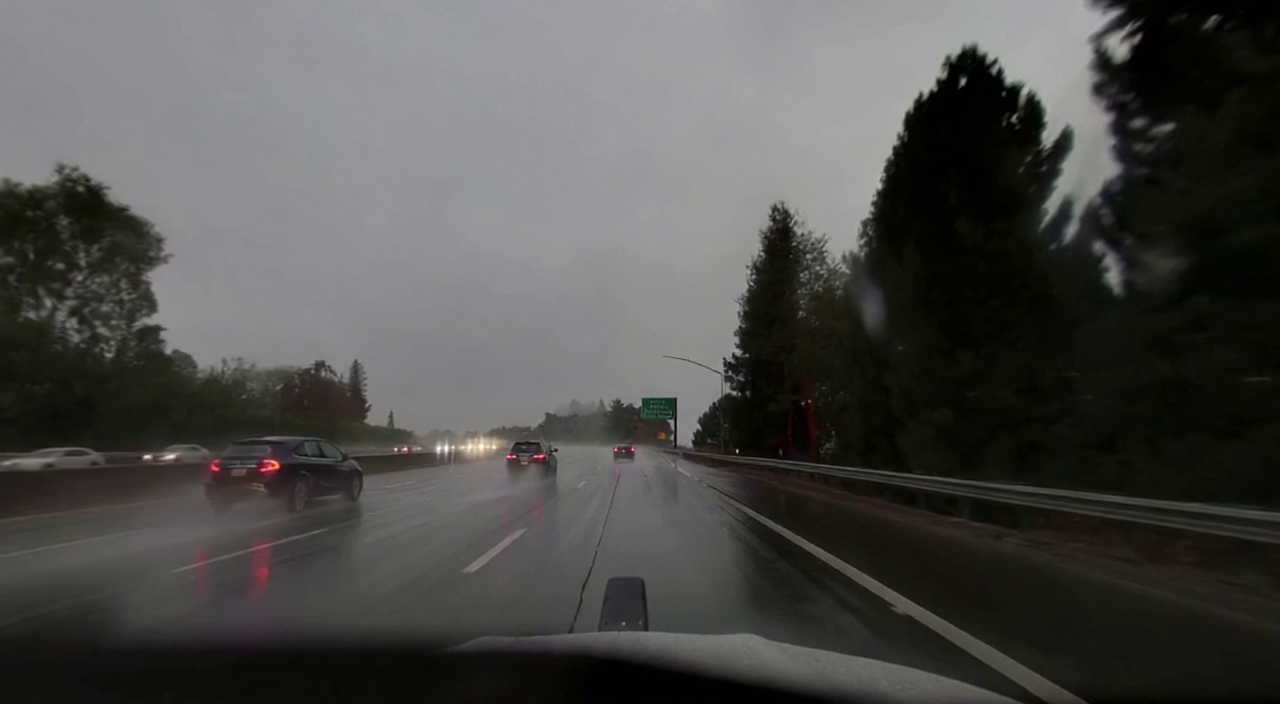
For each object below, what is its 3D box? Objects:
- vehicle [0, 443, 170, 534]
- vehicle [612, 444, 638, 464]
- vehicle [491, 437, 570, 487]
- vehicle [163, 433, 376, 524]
[{"bbox_3d":[-11.643,2.470,11.831,2.028,1.499,4.702,0,-8,0],"label":"vehicle"},{"bbox_3d":[-1.199,7.730,47.797,1.881,1.460,3.694,0,-8,-3],"label":"vehicle"},{"bbox_3d":[-3.776,3.874,22.599,1.991,1.610,4.606,0,-8,0],"label":"vehicle"},{"bbox_3d":[-7.551,2.580,13.450,2.086,1.628,4.039,0,-8,-1],"label":"vehicle"}]
